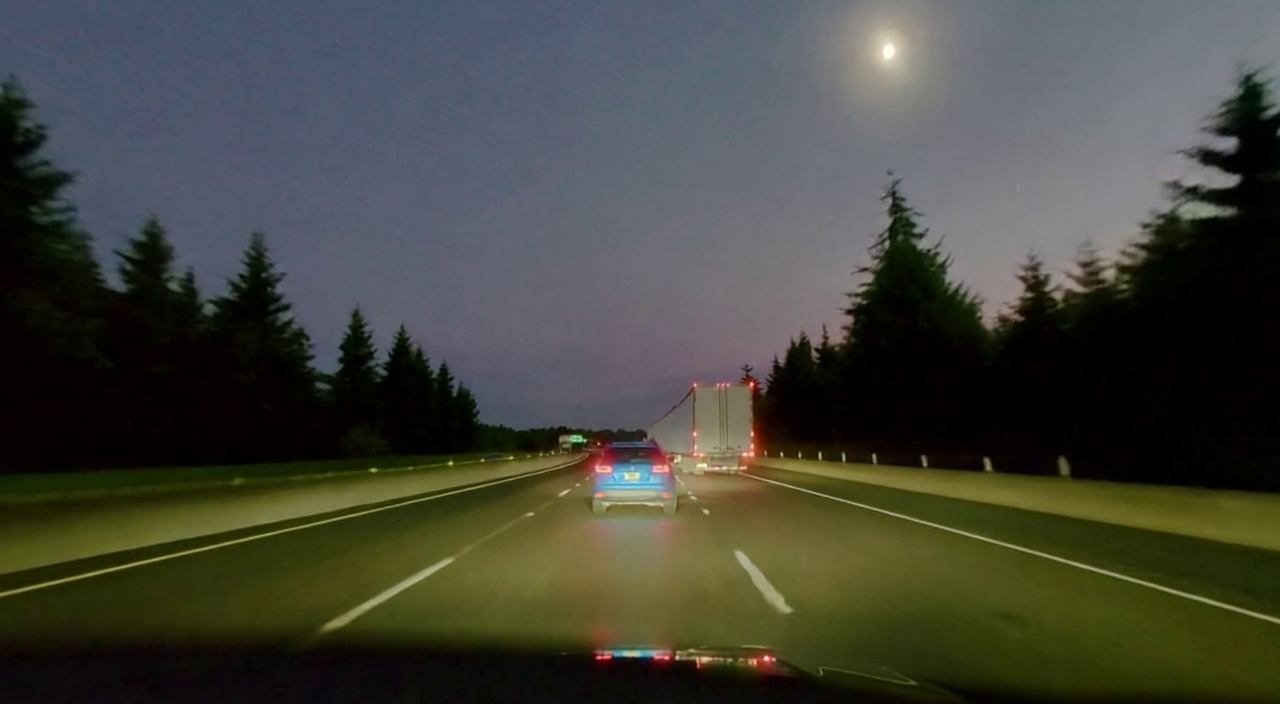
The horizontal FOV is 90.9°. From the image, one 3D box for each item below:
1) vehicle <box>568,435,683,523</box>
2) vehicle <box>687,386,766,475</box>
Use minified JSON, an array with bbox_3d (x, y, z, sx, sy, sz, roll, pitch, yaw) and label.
[{"bbox_3d":[-0.204,2.625,13.520,2.039,1.532,4.610,0,-9,1],"label":"vehicle"},{"bbox_3d":[4.433,4.644,35.630,2.960,4.018,13.834,0,-9,2],"label":"vehicle"}]
